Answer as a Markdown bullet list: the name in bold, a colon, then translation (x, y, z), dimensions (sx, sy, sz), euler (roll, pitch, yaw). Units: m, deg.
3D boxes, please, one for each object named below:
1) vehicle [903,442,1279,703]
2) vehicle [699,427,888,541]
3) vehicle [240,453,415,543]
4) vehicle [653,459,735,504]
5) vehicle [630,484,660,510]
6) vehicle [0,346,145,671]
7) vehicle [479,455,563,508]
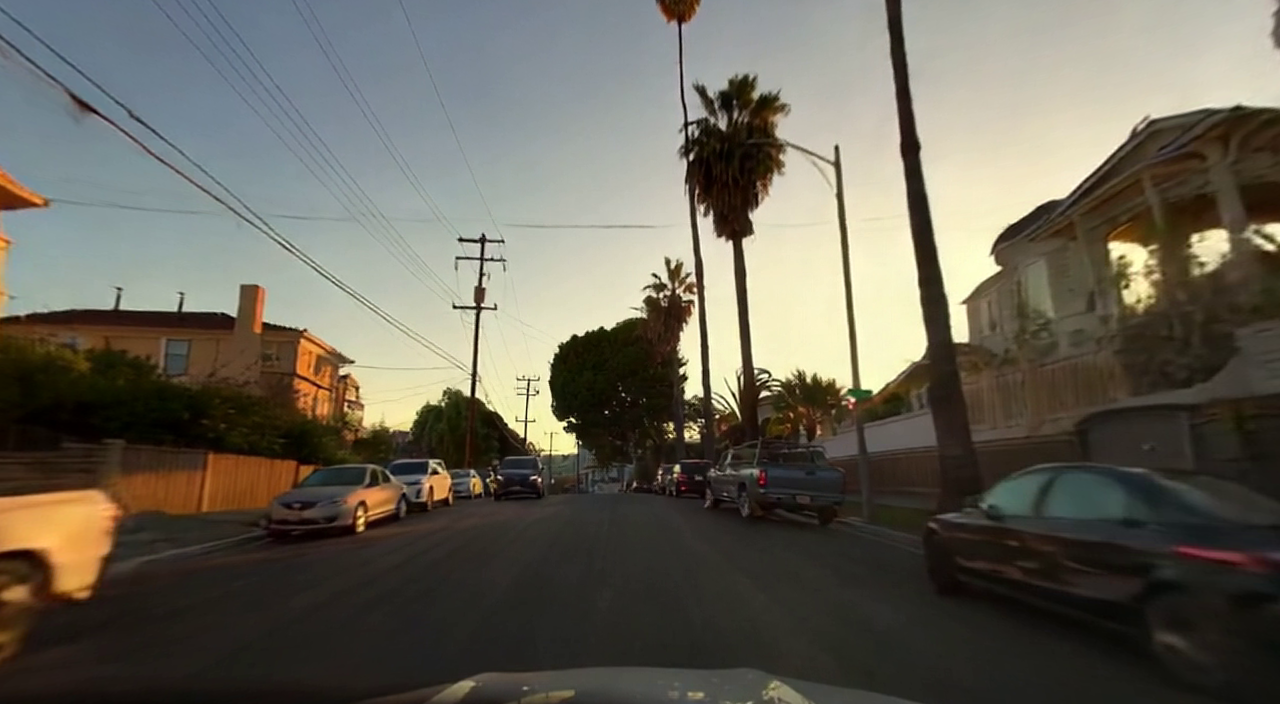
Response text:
- **vehicle**: translation (3.994, 1.389, 4.448), dimensions (1.912, 1.477, 4.691), euler (1, -8, -5)
- **vehicle**: translation (3.049, 2.801, 14.346), dimensions (2.358, 2.008, 5.957), euler (1, -8, -5)
- **vehicle**: translation (-6.360, 2.945, 13.474), dimensions (1.889, 1.499, 4.468), euler (1, -8, -7)
- **vehicle**: translation (1.979, 5.002, 24.728), dimensions (2.212, 1.476, 4.678), euler (1, -8, -8)
- **vehicle**: translation (0.283, 10.094, 44.036), dimensions (1.756, 1.455, 3.965), euler (0, -8, -4)
- **vehicle**: translation (-5.299, 0.819, 2.619), dimensions (2.348, 2.144, 5.481), euler (1, -8, -5)
- **vehicle**: translation (-3.832, 4.259, 21.125), dimensions (2.060, 1.483, 4.574), euler (0, -8, -2)
